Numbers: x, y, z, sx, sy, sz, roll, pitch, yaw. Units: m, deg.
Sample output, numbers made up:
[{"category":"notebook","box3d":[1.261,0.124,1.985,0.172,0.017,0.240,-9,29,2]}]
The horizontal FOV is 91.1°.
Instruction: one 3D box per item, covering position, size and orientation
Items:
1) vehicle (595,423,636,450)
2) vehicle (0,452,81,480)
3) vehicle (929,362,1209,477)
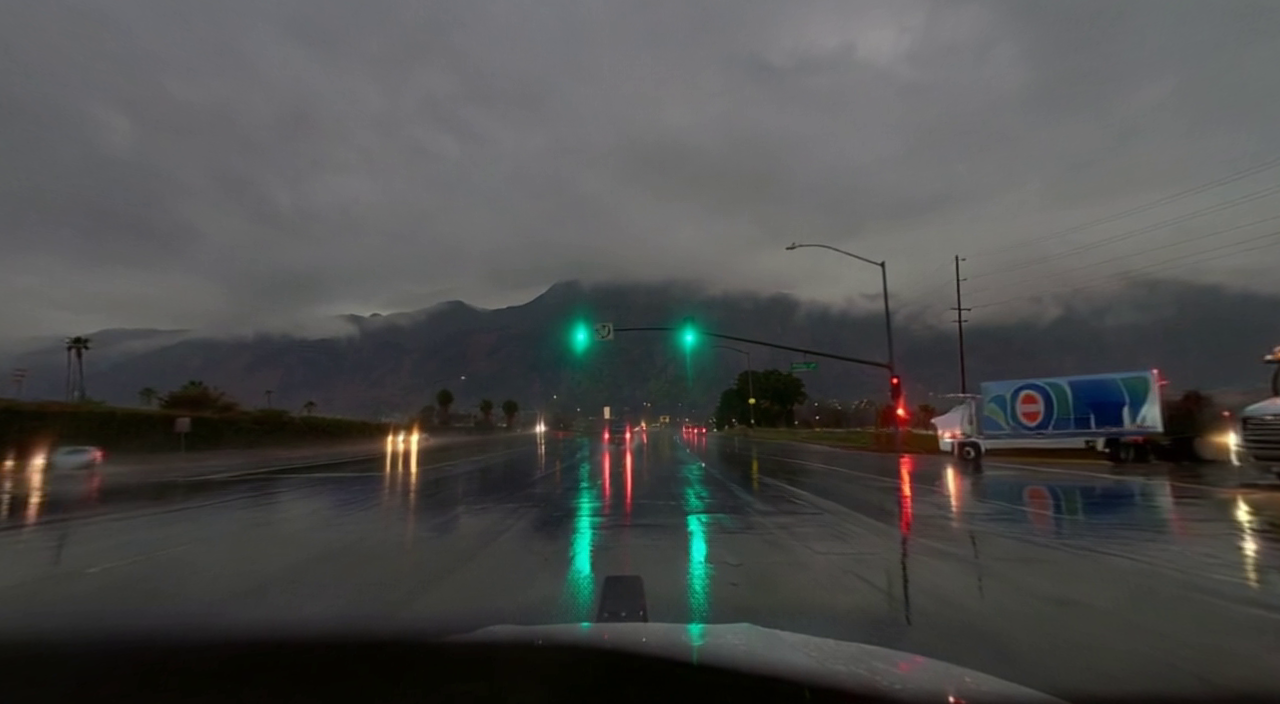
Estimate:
[{"category":"vehicle","box3d":[-1.555,5.752,42.466,2.287,1.712,4.537,-1,-8,4]},{"category":"vehicle","box3d":[-37.346,6.883,38.062,1.827,1.543,4.741,-2,-9,16]},{"category":"vehicle","box3d":[14.055,2.403,21.512,7.088,3.414,3.237,-3,-9,19]}]
